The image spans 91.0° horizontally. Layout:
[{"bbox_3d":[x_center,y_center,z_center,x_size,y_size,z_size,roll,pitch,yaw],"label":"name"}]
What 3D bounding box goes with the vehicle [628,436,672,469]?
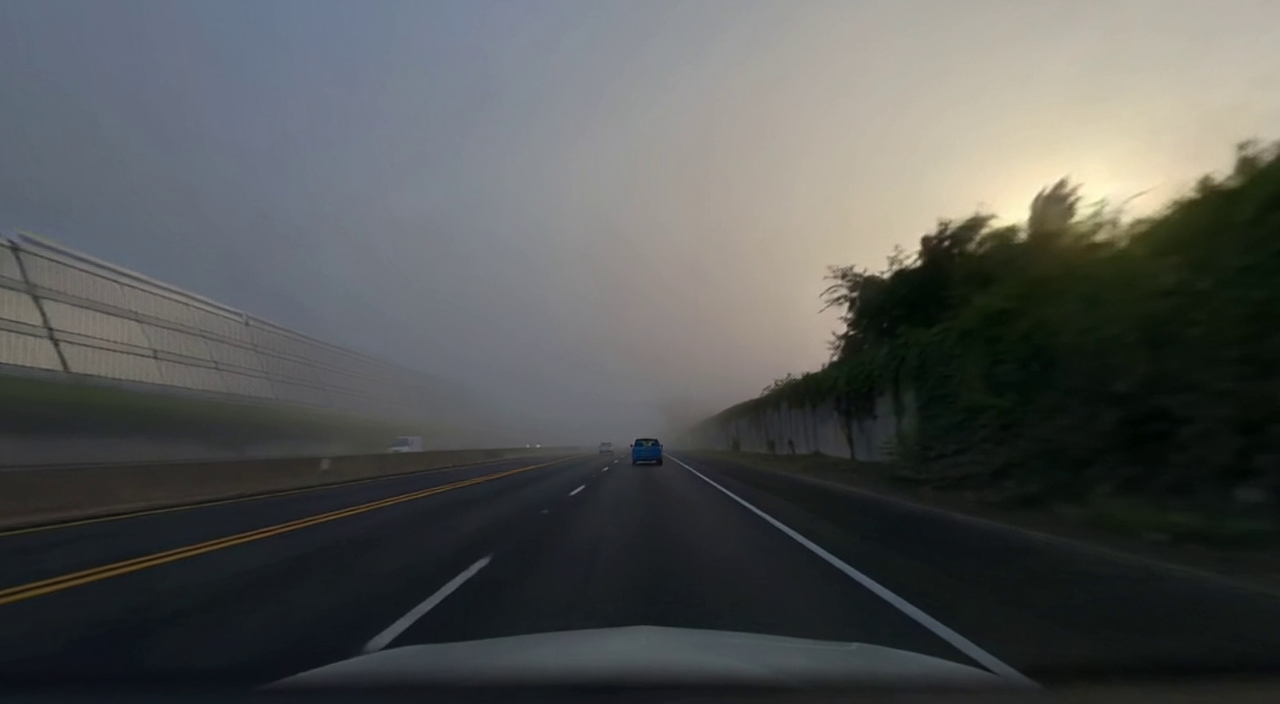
[{"bbox_3d":[0.470,4.904,30.866,1.997,1.484,3.409,0,-8,0],"label":"vehicle"}]
